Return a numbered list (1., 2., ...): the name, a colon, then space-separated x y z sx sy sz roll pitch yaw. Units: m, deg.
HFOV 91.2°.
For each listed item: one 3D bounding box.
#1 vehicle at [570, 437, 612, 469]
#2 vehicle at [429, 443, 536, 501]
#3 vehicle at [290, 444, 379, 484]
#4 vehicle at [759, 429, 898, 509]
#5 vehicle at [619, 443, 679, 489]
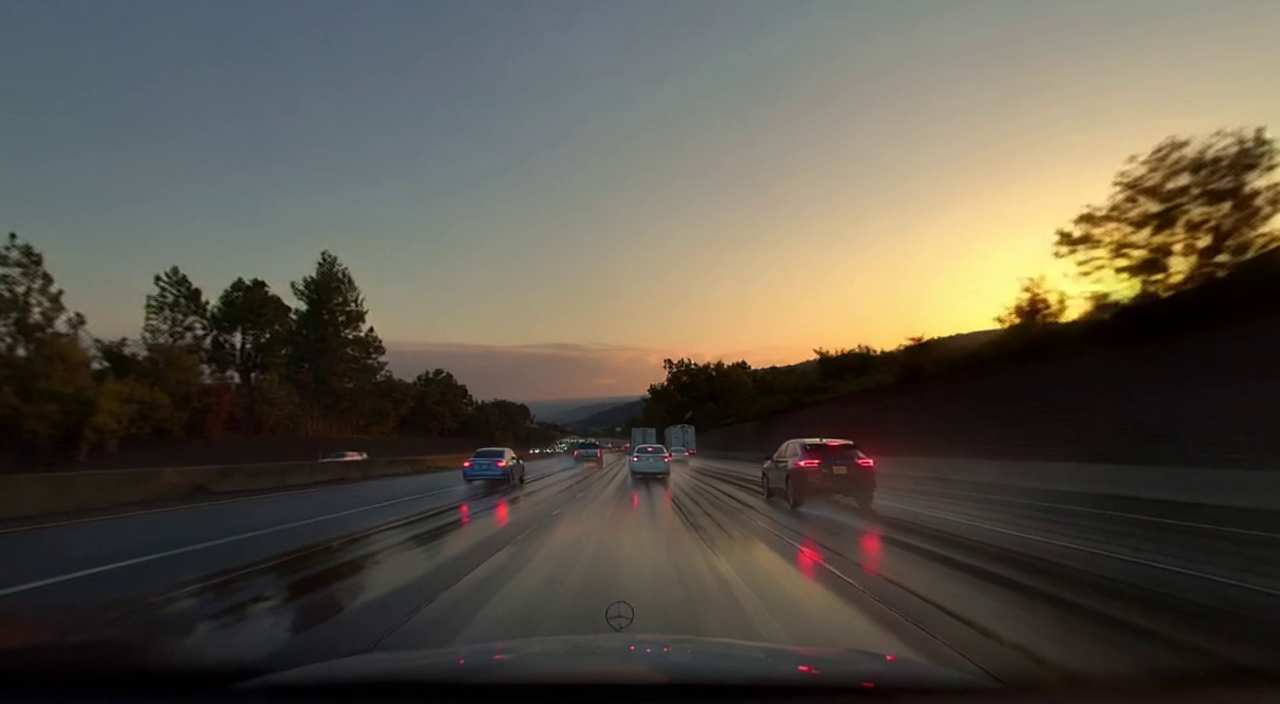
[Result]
1. vehicle: -3.197 6.745 41.780 2.230 1.973 4.403 -1 -9 2
2. vehicle: -4.481 3.484 18.589 1.967 1.473 4.439 0 -9 1
3. vehicle: -16.056 5.898 33.312 2.126 1.959 4.926 -1 -9 1
4. vehicle: 4.337 2.777 15.235 2.018 1.639 4.149 0 -9 -1
5. vehicle: 0.310 4.213 23.502 2.015 1.526 4.286 0 -9 0
